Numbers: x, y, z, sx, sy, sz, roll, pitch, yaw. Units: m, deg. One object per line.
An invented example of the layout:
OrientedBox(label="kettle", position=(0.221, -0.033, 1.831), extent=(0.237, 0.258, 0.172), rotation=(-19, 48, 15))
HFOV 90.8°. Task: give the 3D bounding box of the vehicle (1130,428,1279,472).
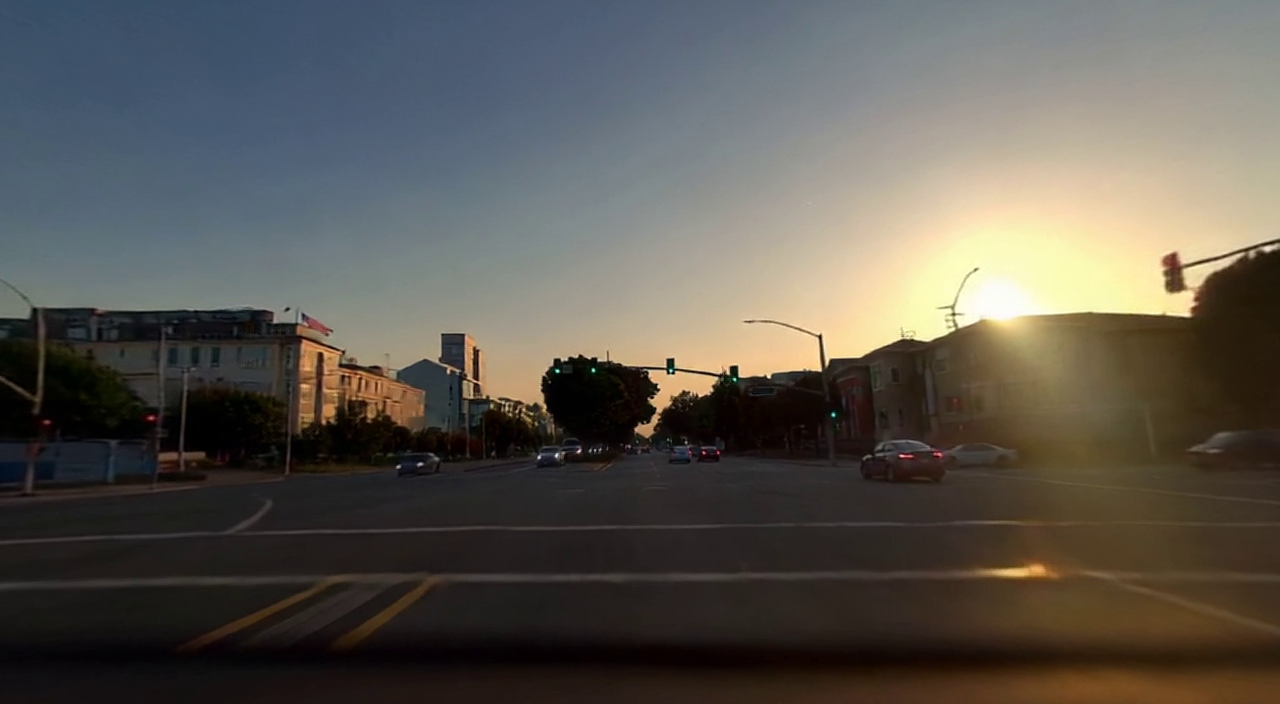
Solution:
OrientedBox(label="vehicle", position=(22.778, 3.918, 25.324), extent=(4.475, 1.682, 2.044), rotation=(0, -9, 0))

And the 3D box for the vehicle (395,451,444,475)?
OrientedBox(label="vehicle", position=(-16.248, 8.157, 46.770), extent=(2.000, 1.602, 4.626), rotation=(0, -9, 0))

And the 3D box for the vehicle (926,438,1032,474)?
OrientedBox(label="vehicle", position=(18.843, 5.805, 35.380), extent=(4.805, 1.619, 1.994), rotation=(-7, -9, 19))

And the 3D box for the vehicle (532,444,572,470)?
OrientedBox(label="vehicle", position=(-5.864, 7.025, 42.525), extent=(1.986, 1.502, 4.224), rotation=(-4, -8, 0))

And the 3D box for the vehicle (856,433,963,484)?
OrientedBox(label="vehicle", position=(9.468, 3.766, 22.615), extent=(1.798, 1.621, 4.304), rotation=(0, -9, -2))

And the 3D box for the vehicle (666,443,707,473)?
OrientedBox(label="vehicle", position=(2.580, 6.003, 35.994), extent=(1.917, 1.538, 4.259), rotation=(0, -9, -2))
